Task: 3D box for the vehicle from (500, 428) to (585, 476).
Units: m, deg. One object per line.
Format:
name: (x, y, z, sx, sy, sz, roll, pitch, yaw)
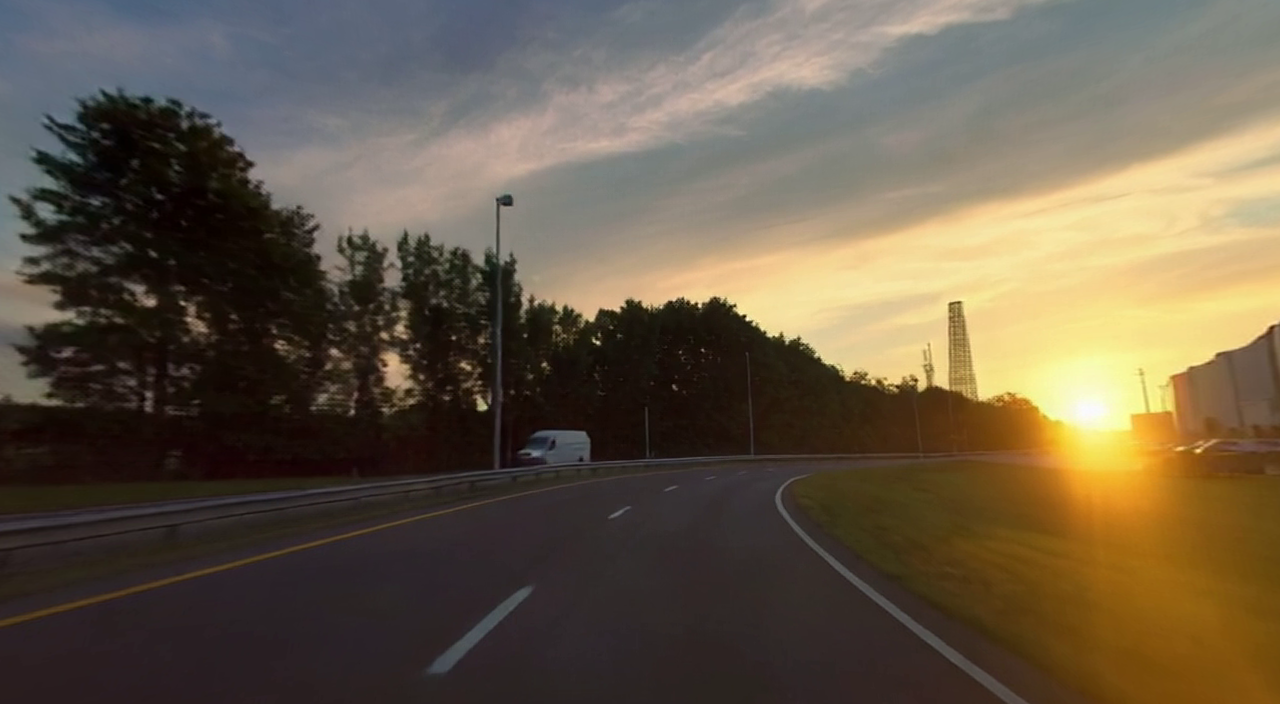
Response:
vehicle: (-5.765, 6.050, 38.151, 2.396, 2.635, 5.921, -4, -9, 21)
